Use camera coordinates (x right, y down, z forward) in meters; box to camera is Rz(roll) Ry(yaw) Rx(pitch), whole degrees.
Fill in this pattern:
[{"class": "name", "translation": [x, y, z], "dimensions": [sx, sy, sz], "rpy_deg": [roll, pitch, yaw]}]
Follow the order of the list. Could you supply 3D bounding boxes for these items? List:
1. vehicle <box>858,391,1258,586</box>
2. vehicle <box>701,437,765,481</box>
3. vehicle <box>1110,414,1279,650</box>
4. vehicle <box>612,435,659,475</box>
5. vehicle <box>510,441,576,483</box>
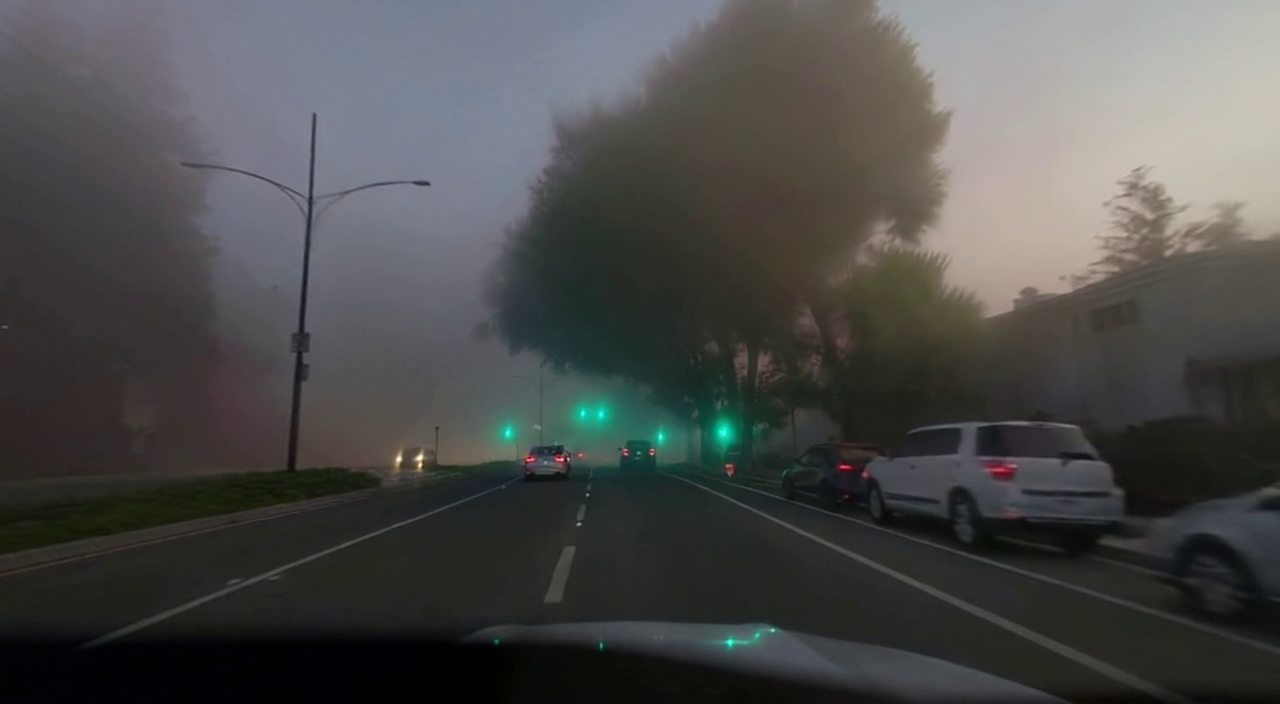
[{"class": "vehicle", "translation": [5.100, 1.731, 8.845], "dimensions": [2.177, 1.966, 4.707], "rpy_deg": [0, -8, -3]}, {"class": "vehicle", "translation": [4.157, 4.889, 29.067], "dimensions": [1.980, 1.805, 4.724], "rpy_deg": [1, -9, -3]}, {"class": "vehicle", "translation": [5.340, 1.162, 3.507], "dimensions": [1.822, 1.595, 4.583], "rpy_deg": [4, -9, -2]}, {"class": "vehicle", "translation": [-0.312, 5.005, 30.861], "dimensions": [2.073, 1.822, 4.276], "rpy_deg": [0, -8, -3]}, {"class": "vehicle", "translation": [-3.685, 4.246, 24.671], "dimensions": [2.140, 1.474, 4.026], "rpy_deg": [0, -8, -3]}]
